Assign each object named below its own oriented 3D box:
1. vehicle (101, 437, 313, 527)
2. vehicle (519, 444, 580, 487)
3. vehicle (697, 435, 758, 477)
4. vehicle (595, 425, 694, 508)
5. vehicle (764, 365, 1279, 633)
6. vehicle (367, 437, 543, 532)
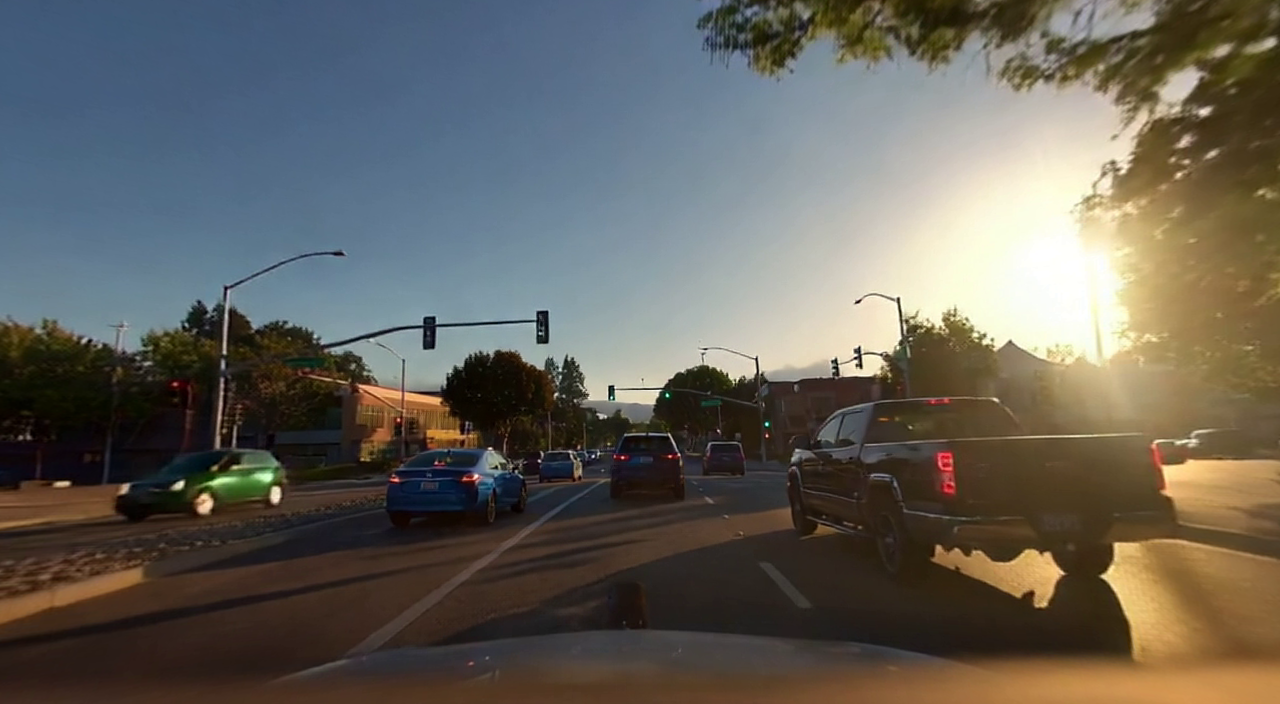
[{"bbox_3d":[-10.258,3.046,15.538,2.099,1.813,4.583,-1,-8,-2],"label":"vehicle"},{"bbox_3d":[-3.394,4.332,24.497,2.072,1.450,4.612,1,-8,-5],"label":"vehicle"},{"bbox_3d":[4.306,5.204,31.944,2.408,1.908,5.355,0,-8,1],"label":"vehicle"},{"bbox_3d":[0.124,2.748,15.572,2.113,1.768,3.901,0,-8,1],"label":"vehicle"},{"bbox_3d":[3.308,1.425,7.367,2.571,1.857,5.841,0,-8,0],"label":"vehicle"},{"bbox_3d":[-3.278,2.423,12.321,1.909,1.476,4.751,0,-8,1],"label":"vehicle"}]
